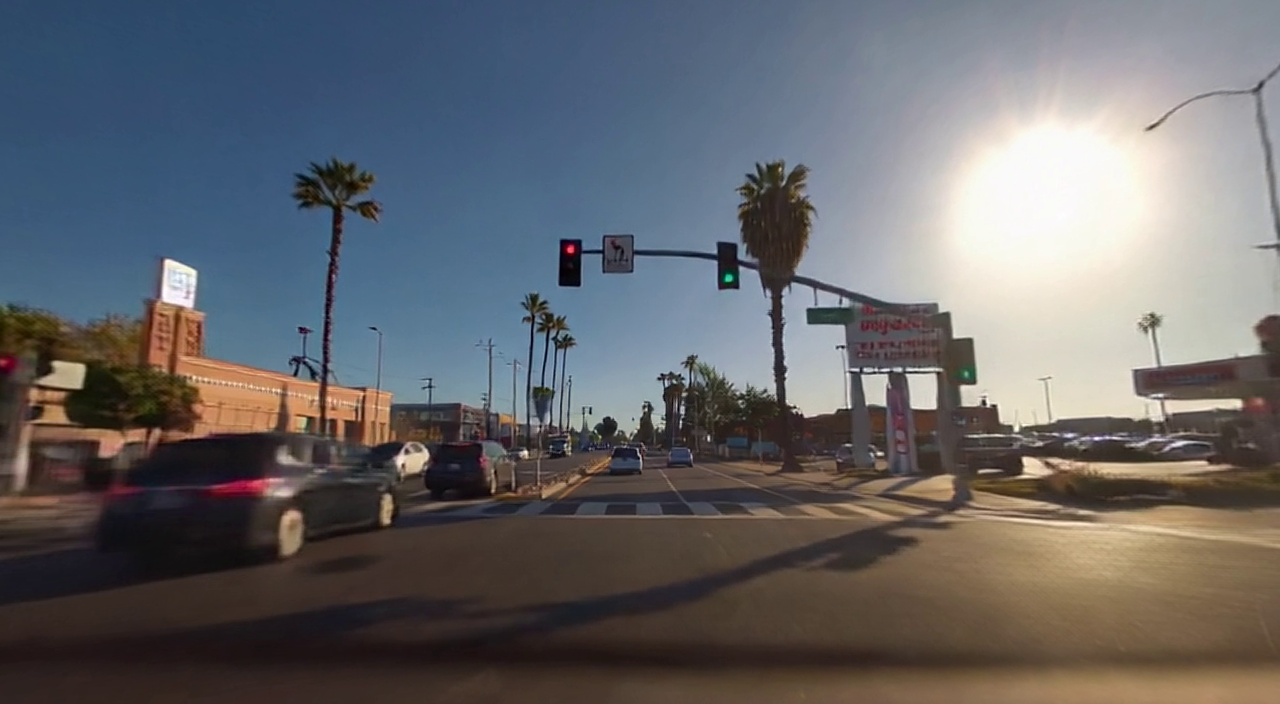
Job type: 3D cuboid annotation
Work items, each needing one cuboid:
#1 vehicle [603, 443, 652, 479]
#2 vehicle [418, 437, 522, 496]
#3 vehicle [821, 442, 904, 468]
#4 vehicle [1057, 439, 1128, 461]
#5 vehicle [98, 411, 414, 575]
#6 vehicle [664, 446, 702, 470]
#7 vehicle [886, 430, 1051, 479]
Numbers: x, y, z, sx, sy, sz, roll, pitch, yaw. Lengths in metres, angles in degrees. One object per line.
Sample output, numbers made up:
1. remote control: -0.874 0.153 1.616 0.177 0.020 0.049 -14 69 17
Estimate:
1. vehicle: -0.606 5.081 29.699 2.160 1.508 4.319 0 -9 -2
2. vehicle: -5.242 3.579 20.178 2.060 1.643 4.359 0 -9 0
3. vehicle: 13.648 6.362 39.001 4.360 1.523 1.900 0 -9 -1
4. vehicle: 34.503 7.461 48.337 3.956 1.515 1.738 -3 -7 6
5. vehicle: -5.144 1.893 9.443 2.032 1.747 4.479 -2 -8 -2
6. vehicle: 2.752 6.935 41.518 2.060 1.471 4.168 0 -9 -2
7. vehicle: 13.682 4.298 26.601 5.718 1.911 2.088 0 -9 -2
